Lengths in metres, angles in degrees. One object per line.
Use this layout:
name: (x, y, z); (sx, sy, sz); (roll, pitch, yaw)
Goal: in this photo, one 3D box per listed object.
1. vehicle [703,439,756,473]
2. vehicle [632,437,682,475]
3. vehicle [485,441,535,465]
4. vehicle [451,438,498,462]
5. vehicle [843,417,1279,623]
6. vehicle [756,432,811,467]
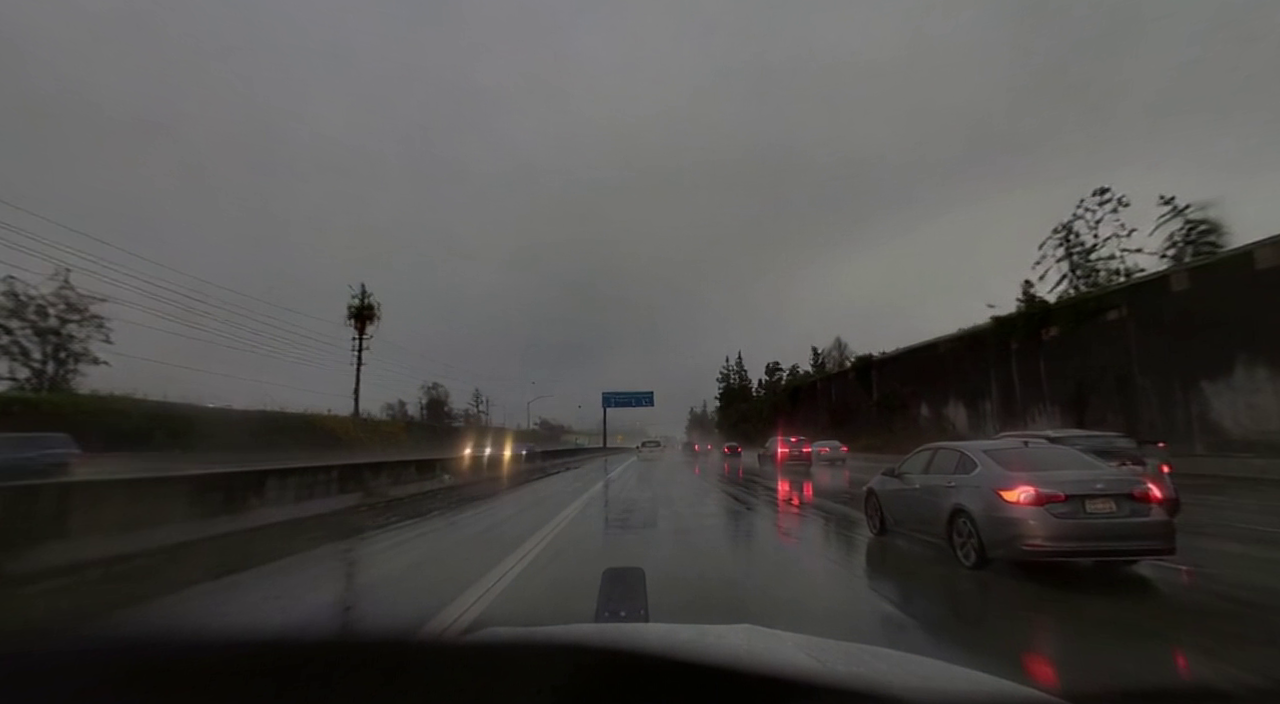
vehicle: (4.148, 4.888, 29.866); (1.936, 1.465, 4.060); (0, -8, 0)
vehicle: (0.722, 4.565, 27.893); (2.042, 1.581, 3.769); (0, -8, 0)
vehicle: (-8.824, 6.900, 43.226); (2.108, 1.501, 4.726); (-1, -8, 4)
vehicle: (-12.538, 7.449, 48.049); (2.057, 1.744, 4.716); (-1, -8, 4)
vehicle: (3.937, 1.543, 6.830); (1.986, 1.478, 4.429); (0, -8, 0)
vehicle: (8.014, 5.494, 35.702); (2.041, 1.821, 4.562); (0, -8, 0)
